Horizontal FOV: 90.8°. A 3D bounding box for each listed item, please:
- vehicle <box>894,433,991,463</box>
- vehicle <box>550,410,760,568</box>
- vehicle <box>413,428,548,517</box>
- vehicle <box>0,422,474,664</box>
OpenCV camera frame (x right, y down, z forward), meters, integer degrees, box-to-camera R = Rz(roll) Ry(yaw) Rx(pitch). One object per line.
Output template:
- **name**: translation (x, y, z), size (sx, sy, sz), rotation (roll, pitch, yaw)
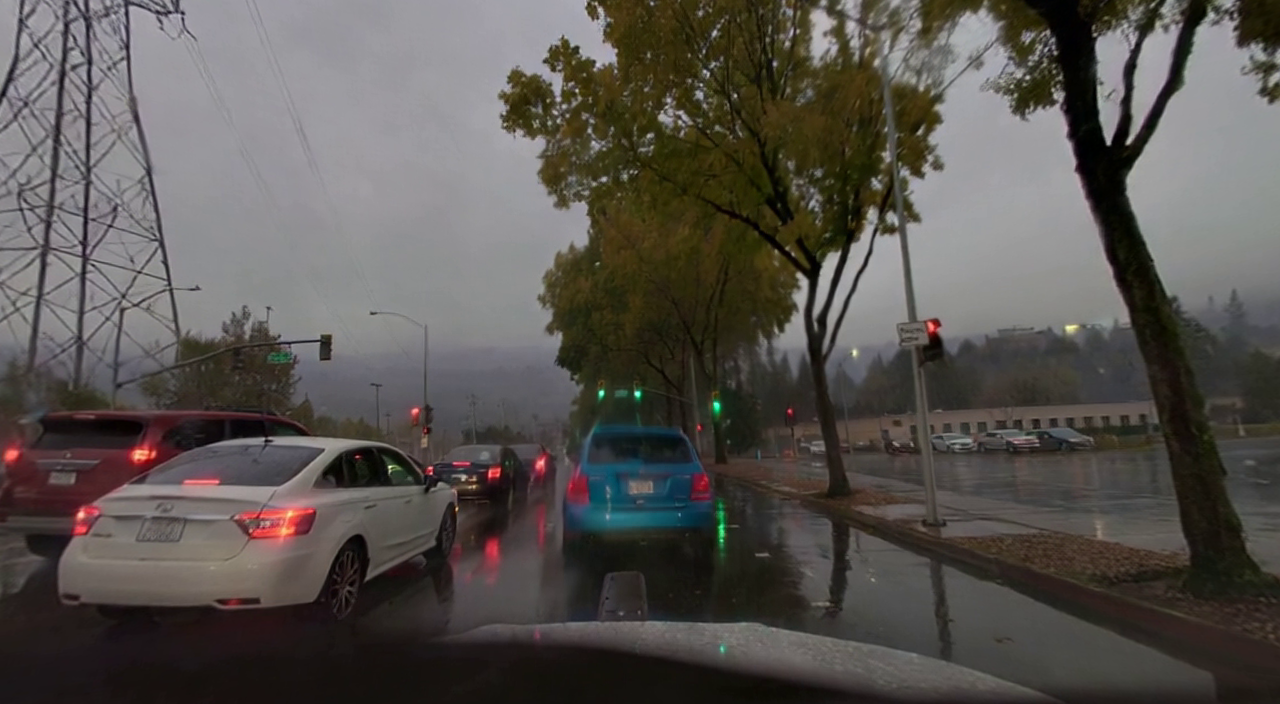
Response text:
- **vehicle**: translation (15.104, 4.804, 31.710), size (3.858, 1.437, 1.899), rotation (0, -8, -4)
- **vehicle**: translation (0.089, 1.771, 8.931), size (2.239, 1.661, 4.224), rotation (0, -8, -2)
- **vehicle**: translation (-3.255, 2.532, 13.751), size (1.997, 1.636, 3.760), rotation (0, -8, -1)
- **vehicle**: translation (-3.167, 1.508, 6.194), size (1.973, 1.469, 4.448), rotation (0, -8, -1)
